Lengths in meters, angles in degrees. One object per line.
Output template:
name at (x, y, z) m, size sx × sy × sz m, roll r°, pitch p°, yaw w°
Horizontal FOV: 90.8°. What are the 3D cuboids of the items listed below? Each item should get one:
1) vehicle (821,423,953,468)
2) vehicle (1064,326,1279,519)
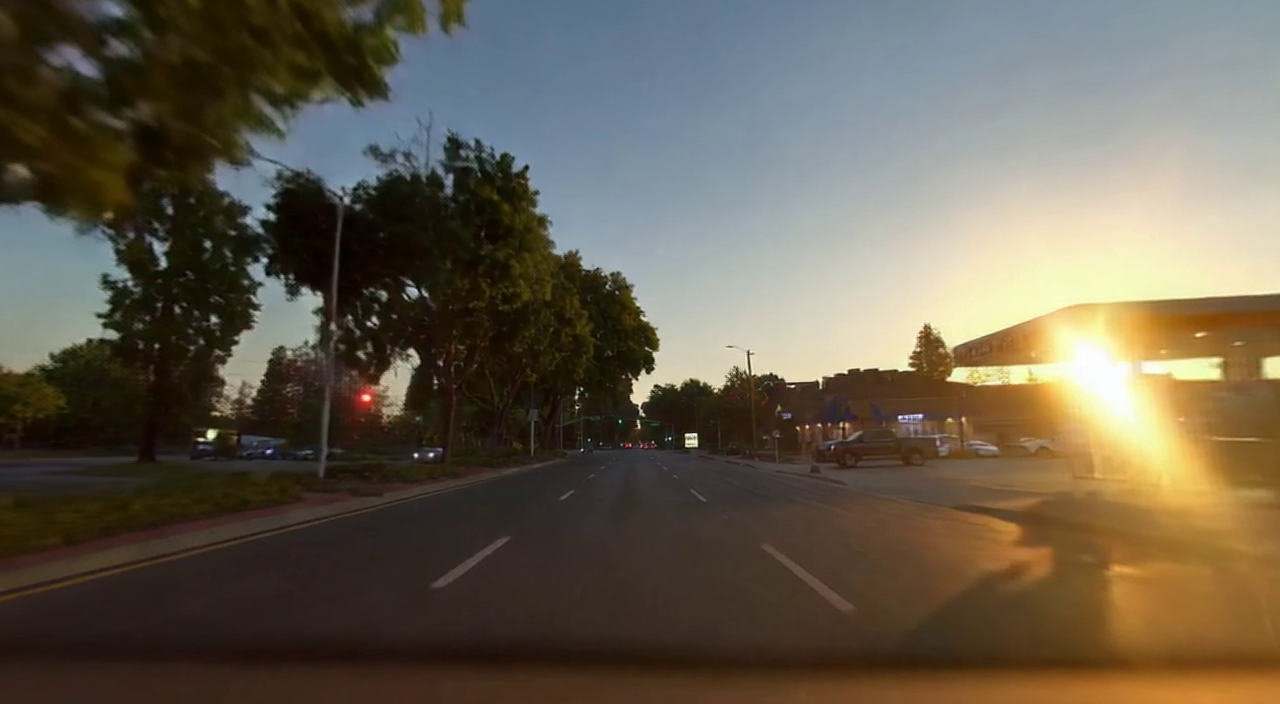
vehicle at (13.227, 5.052, 34.221) m, size 6.063 × 2.313 × 2.534 m, roll 0°, pitch -8°, yaw 1°
vehicle at (14.319, 1.483, 12.885) m, size 9.127 × 3.409 × 2.992 m, roll 1°, pitch -8°, yaw -2°
